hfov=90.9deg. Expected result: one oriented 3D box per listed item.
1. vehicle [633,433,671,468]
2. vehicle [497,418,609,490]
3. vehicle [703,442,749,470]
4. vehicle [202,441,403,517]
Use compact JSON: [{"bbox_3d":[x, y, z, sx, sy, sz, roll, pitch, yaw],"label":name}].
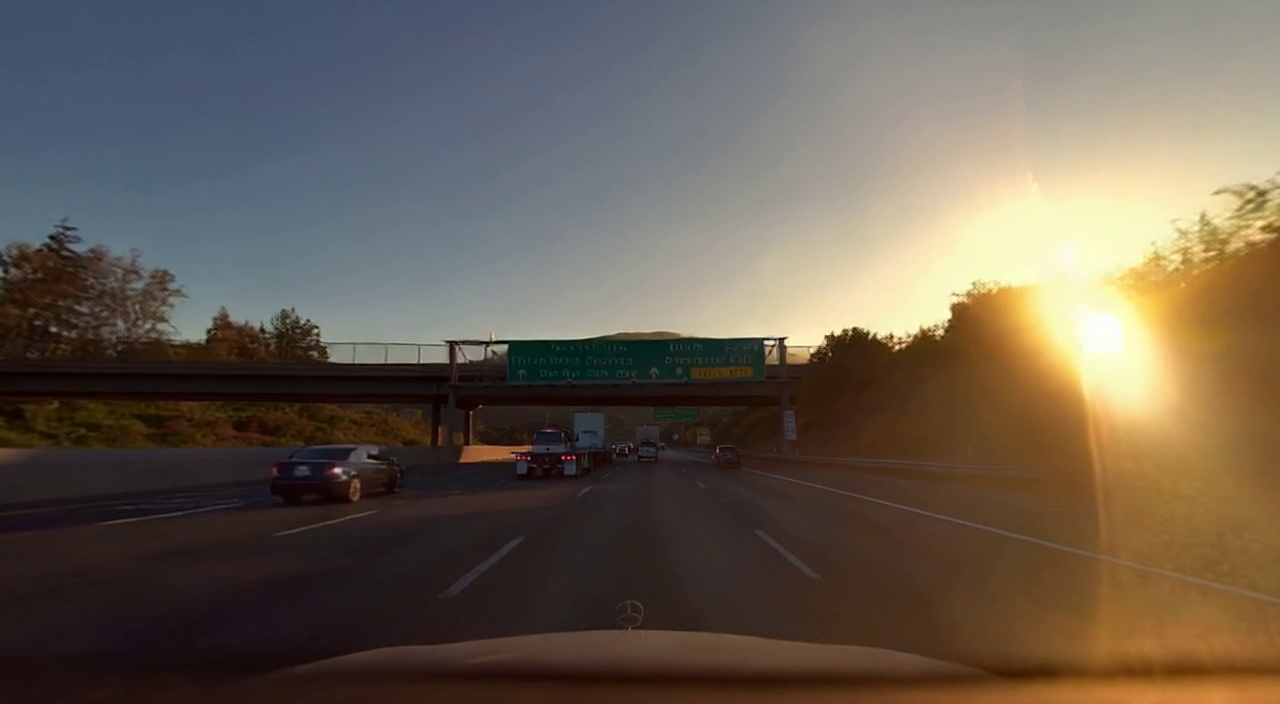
[{"bbox_3d":[0.764,6.306,40.566,2.309,2.023,5.130,0,-8,1],"label":"vehicle"},{"bbox_3d":[-3.309,4.620,29.380,2.854,2.379,16.653,0,-8,0],"label":"vehicle"},{"bbox_3d":[4.794,5.858,35.645,1.993,1.474,4.230,0,-8,0],"label":"vehicle"},{"bbox_3d":[-7.328,2.767,14.389,1.965,1.437,4.592,0,-8,1],"label":"vehicle"}]
